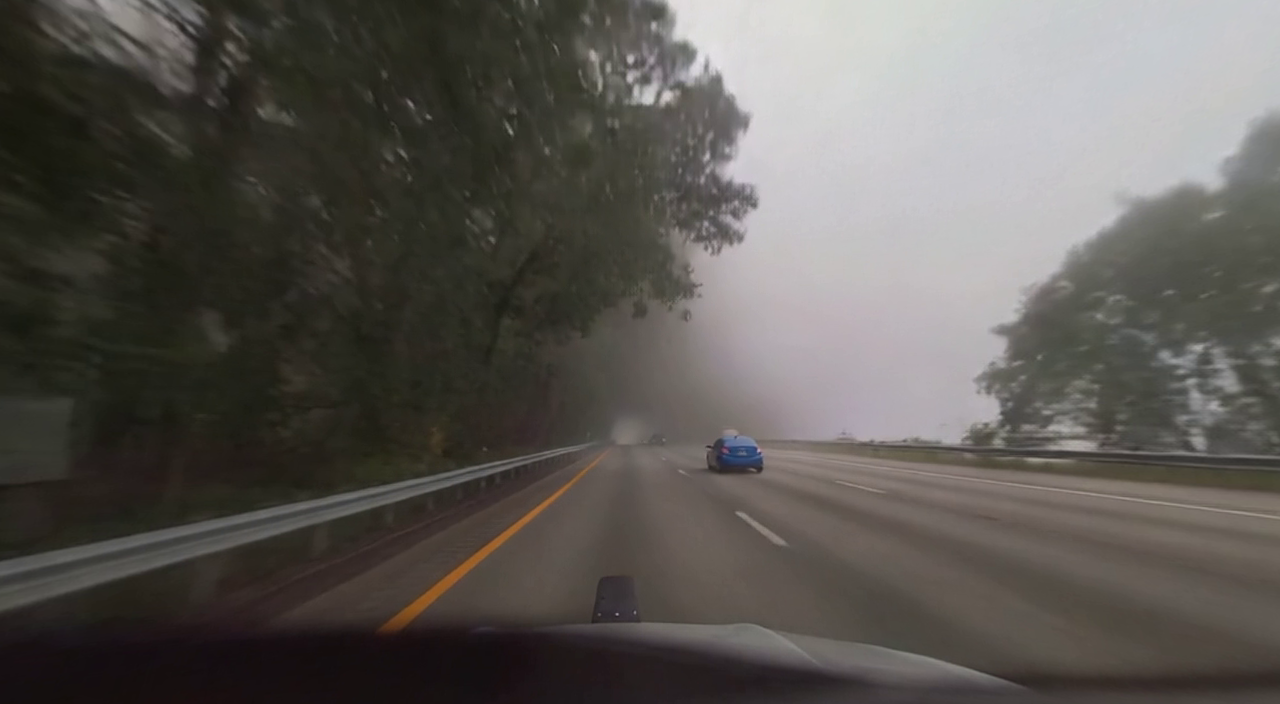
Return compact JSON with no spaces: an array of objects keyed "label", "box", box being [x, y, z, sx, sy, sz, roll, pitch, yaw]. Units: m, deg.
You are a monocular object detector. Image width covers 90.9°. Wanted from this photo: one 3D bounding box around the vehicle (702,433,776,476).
[{"label":"vehicle","box":[3.725,3.947,24.531,2.017,1.502,4.369,0,-8,-2]}]
